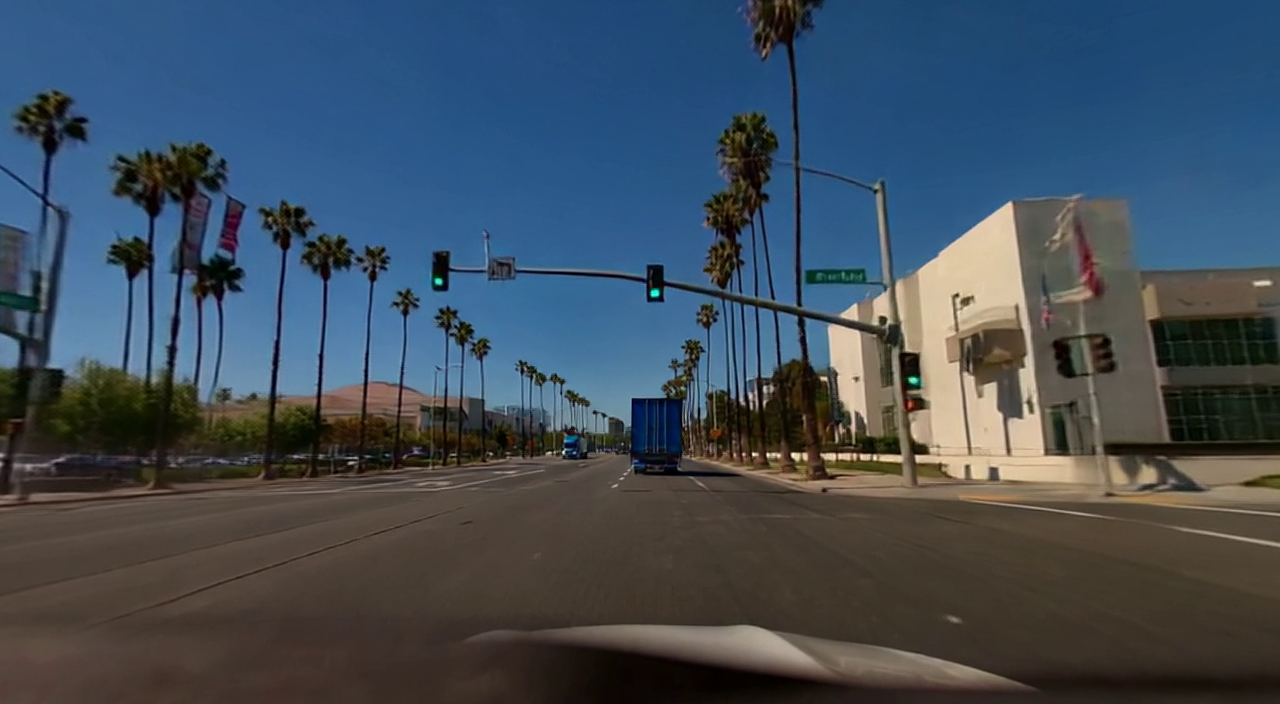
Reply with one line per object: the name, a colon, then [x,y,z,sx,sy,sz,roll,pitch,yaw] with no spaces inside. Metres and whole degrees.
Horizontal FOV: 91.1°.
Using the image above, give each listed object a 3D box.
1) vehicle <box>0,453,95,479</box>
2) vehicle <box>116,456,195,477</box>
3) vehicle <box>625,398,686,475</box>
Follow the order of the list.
vehicle: [-36.311,6.969,38.435,4.069,1.505,1.980,0,-9,3]
vehicle: [-36.179,8.530,46.903,4.392,1.472,1.854,0,-9,2]
vehicle: [0.672,5.224,38.147,2.992,3.949,11.815,0,-9,-2]
